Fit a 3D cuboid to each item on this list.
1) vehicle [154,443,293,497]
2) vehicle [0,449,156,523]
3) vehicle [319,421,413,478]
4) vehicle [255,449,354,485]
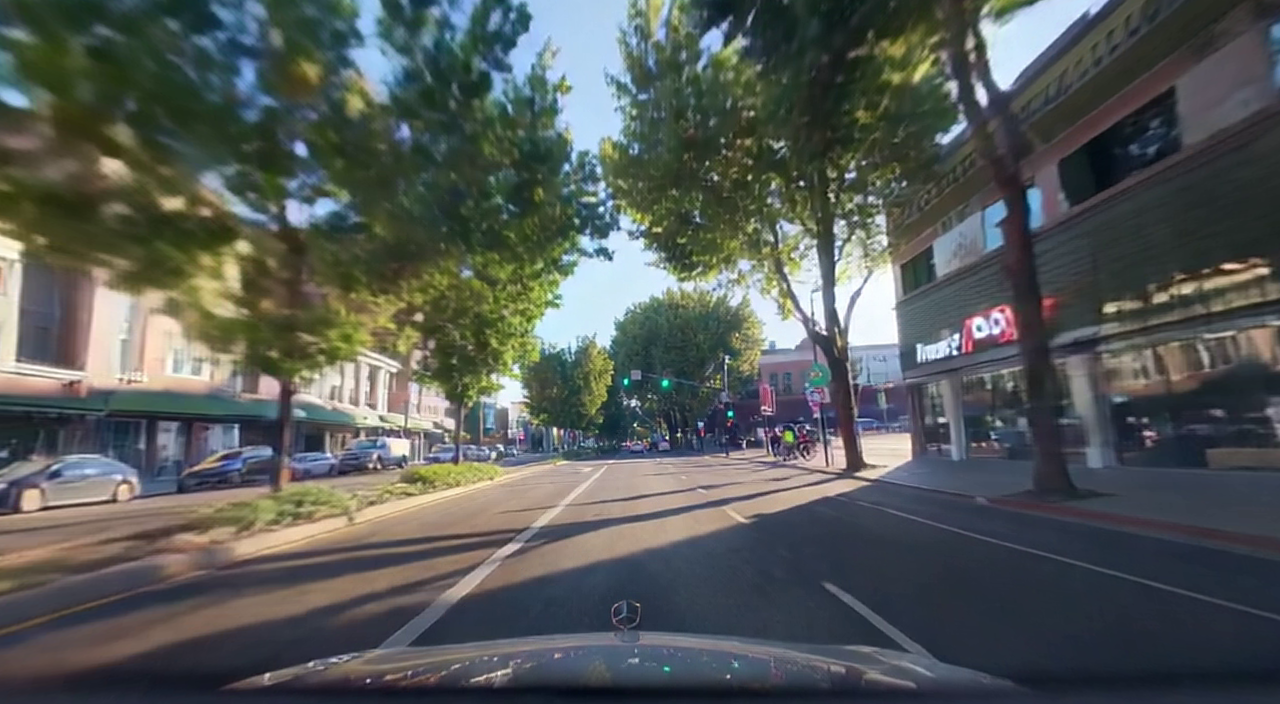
[{"bbox_3d":[-15.398,4.351,23.806,1.989,1.747,5.019,-1,-8,-2],"label":"vehicle"},{"bbox_3d":[-15.442,3.372,16.490,1.892,1.624,4.645,0,-8,0],"label":"vehicle"},{"bbox_3d":[-15.407,5.562,36.101,2.335,2.896,6.785,-1,-9,0],"label":"vehicle"},{"bbox_3d":[-15.470,5.287,29.511,1.929,1.471,4.919,0,-8,0],"label":"vehicle"}]
